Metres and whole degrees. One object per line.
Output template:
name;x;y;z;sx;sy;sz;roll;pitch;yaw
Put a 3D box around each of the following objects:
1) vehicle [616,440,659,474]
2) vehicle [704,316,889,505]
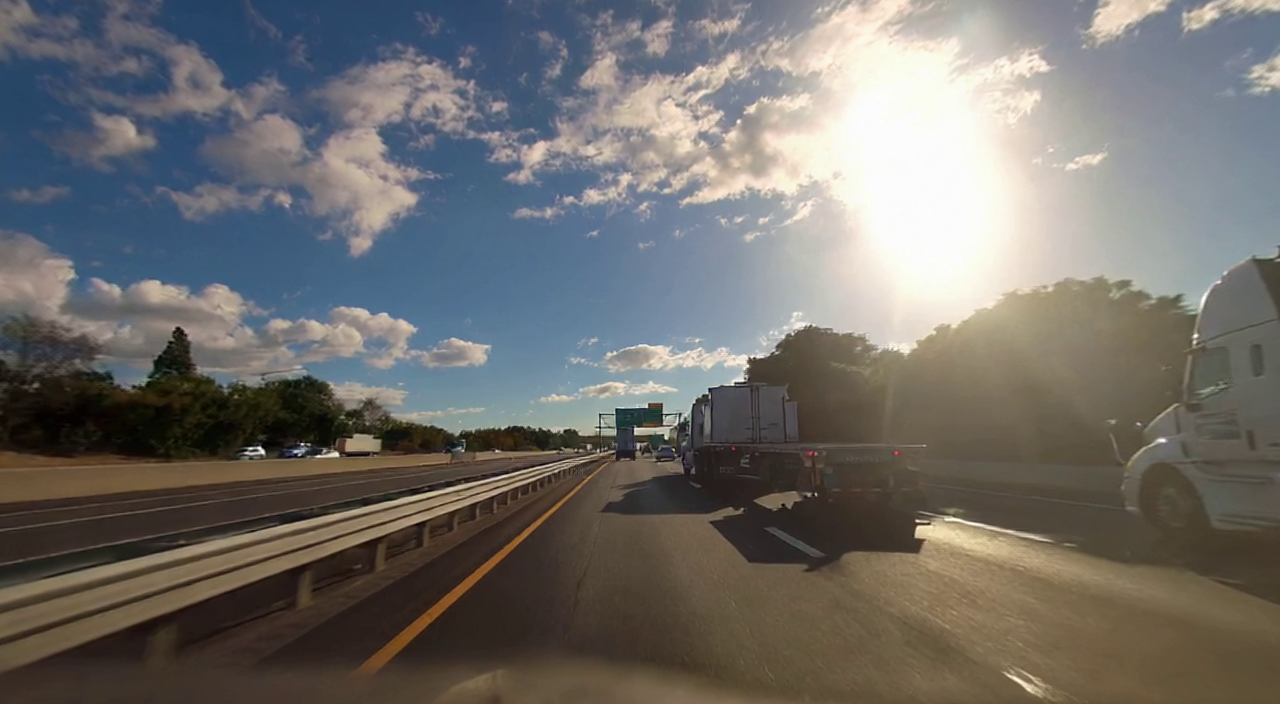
vehicle;-0.055;5.509;33.060;2.127;1.642;3.899;-1;-9;2
vehicle;3.779;1.868;17.776;2.816;4.086;8.486;0;-9;-1
